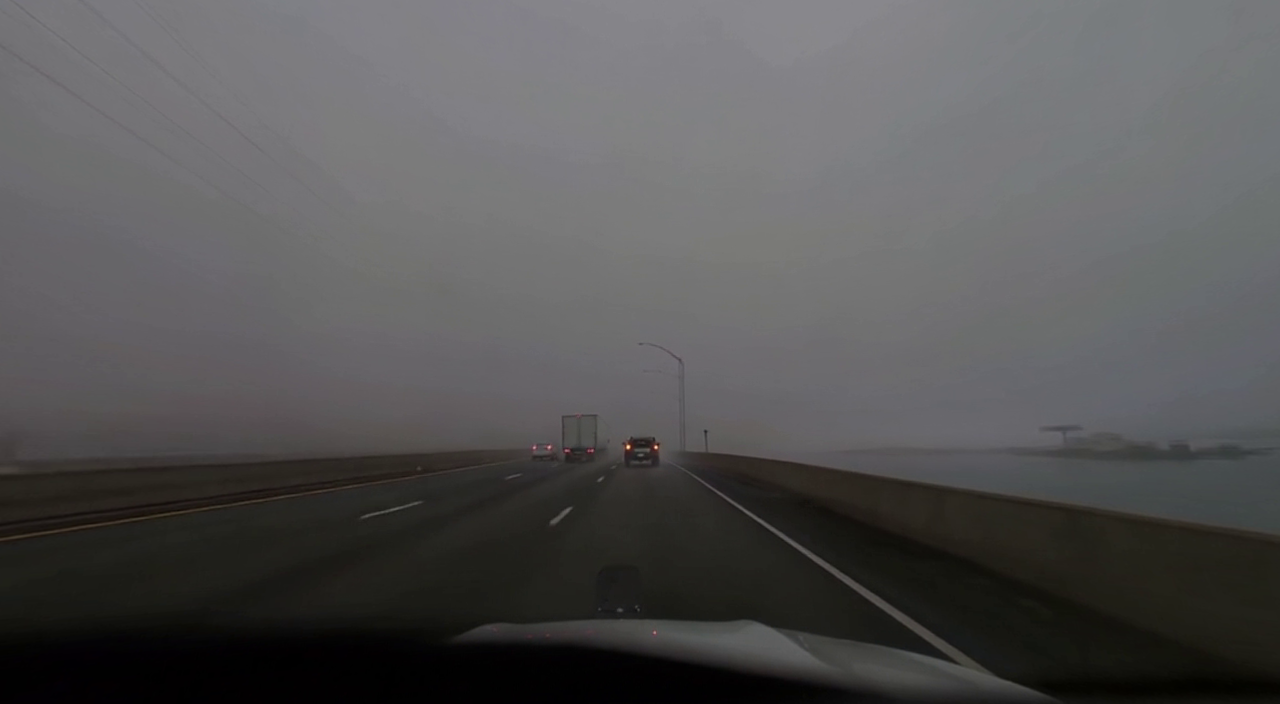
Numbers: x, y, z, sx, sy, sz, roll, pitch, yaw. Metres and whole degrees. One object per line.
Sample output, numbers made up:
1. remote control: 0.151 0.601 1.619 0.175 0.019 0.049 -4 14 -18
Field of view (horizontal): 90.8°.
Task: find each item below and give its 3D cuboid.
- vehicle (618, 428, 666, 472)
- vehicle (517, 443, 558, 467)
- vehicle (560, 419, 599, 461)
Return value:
1. vehicle: 0.124 5.185 33.533 2.358 2.144 4.713 0 -8 1
2. vehicle: -7.061 7.116 43.939 2.004 1.545 4.513 0 -8 1
3. vehicle: -3.756 5.526 39.512 2.178 2.522 2.054 0 -8 1
